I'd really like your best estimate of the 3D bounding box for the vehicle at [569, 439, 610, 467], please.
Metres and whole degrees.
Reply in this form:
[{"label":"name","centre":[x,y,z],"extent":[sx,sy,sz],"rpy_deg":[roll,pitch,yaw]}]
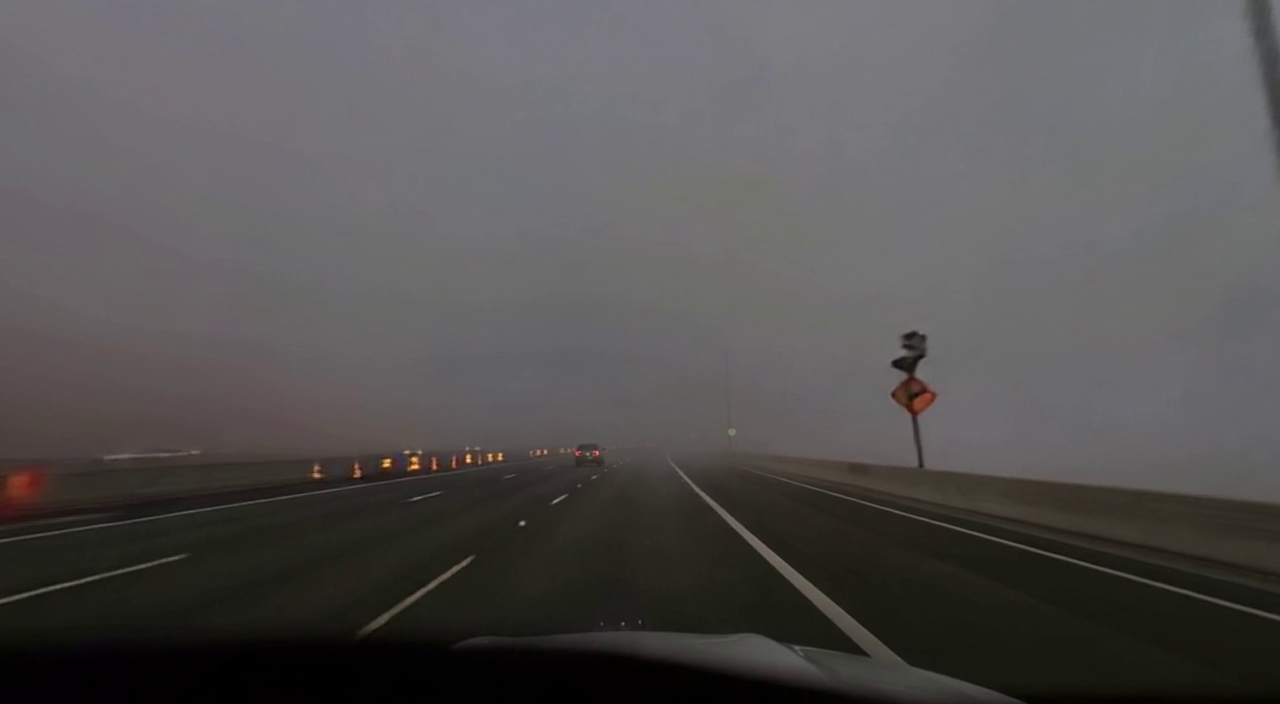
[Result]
[{"label":"vehicle","centre":[-3.052,6.195,38.690],"extent":[2.078,1.629,4.059],"rpy_deg":[0,-8,1]}]
